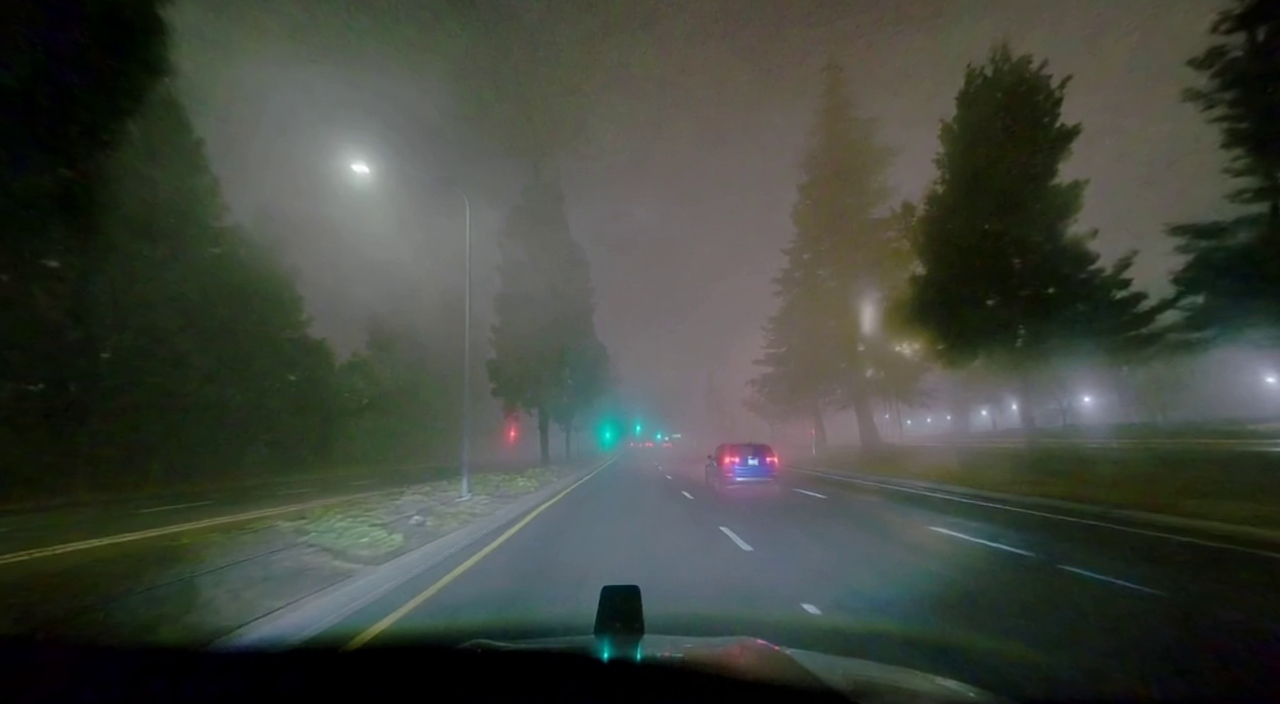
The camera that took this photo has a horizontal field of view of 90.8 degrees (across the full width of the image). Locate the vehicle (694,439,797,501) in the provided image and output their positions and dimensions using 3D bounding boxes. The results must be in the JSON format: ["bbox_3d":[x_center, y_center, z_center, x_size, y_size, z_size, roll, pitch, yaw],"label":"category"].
[{"bbox_3d":[2.766,3.204,17.610,2.056,1.483,4.091,0,-8,-2],"label":"vehicle"}]
